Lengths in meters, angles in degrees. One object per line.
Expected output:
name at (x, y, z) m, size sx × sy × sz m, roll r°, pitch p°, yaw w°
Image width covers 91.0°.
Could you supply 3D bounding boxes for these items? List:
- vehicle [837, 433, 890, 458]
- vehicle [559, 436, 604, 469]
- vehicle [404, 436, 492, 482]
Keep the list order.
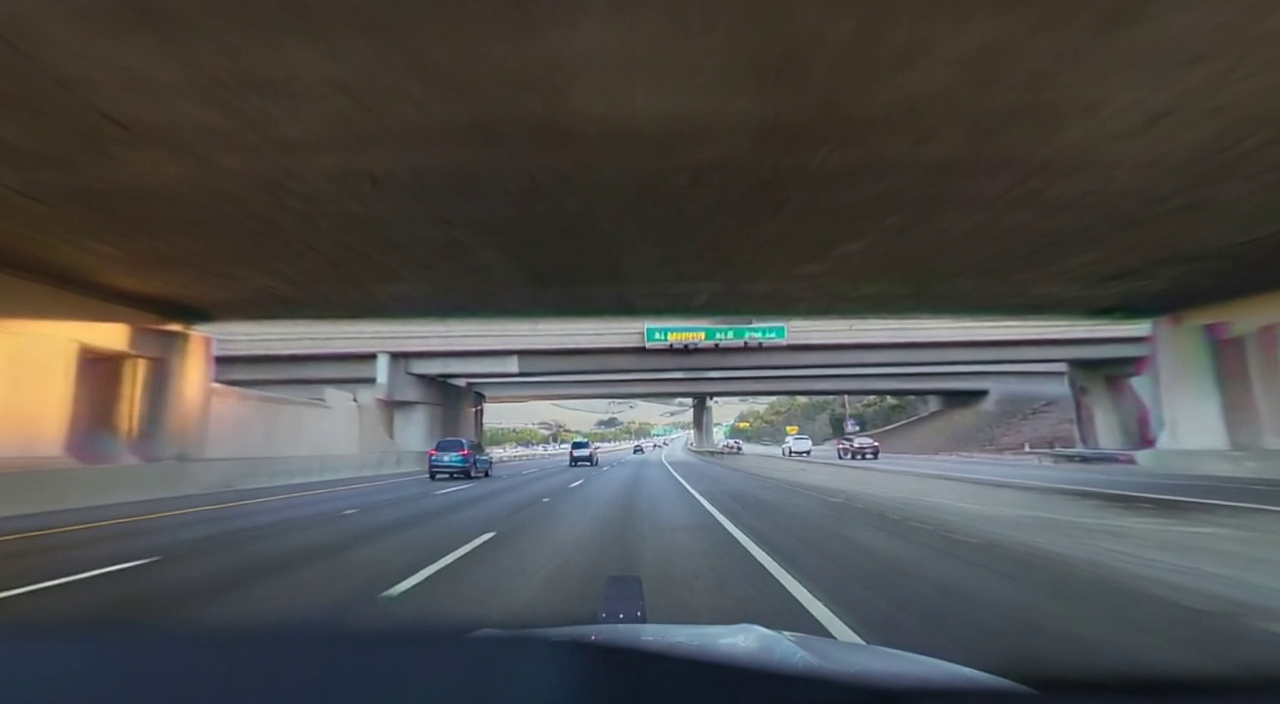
vehicle at (14.590, 6.143, 41.321) m, size 1.896 × 1.518 × 4.417 m, roll 0°, pitch -8°, yaw 1°
vehicle at (-3.445, 6.034, 38.105) m, size 2.144 × 1.847 × 4.850 m, roll 0°, pitch -8°, yaw 1°
vehicle at (-7.779, 4.386, 26.015) m, size 2.092 × 1.712 × 4.627 m, roll 0°, pitch -8°, yaw 1°
